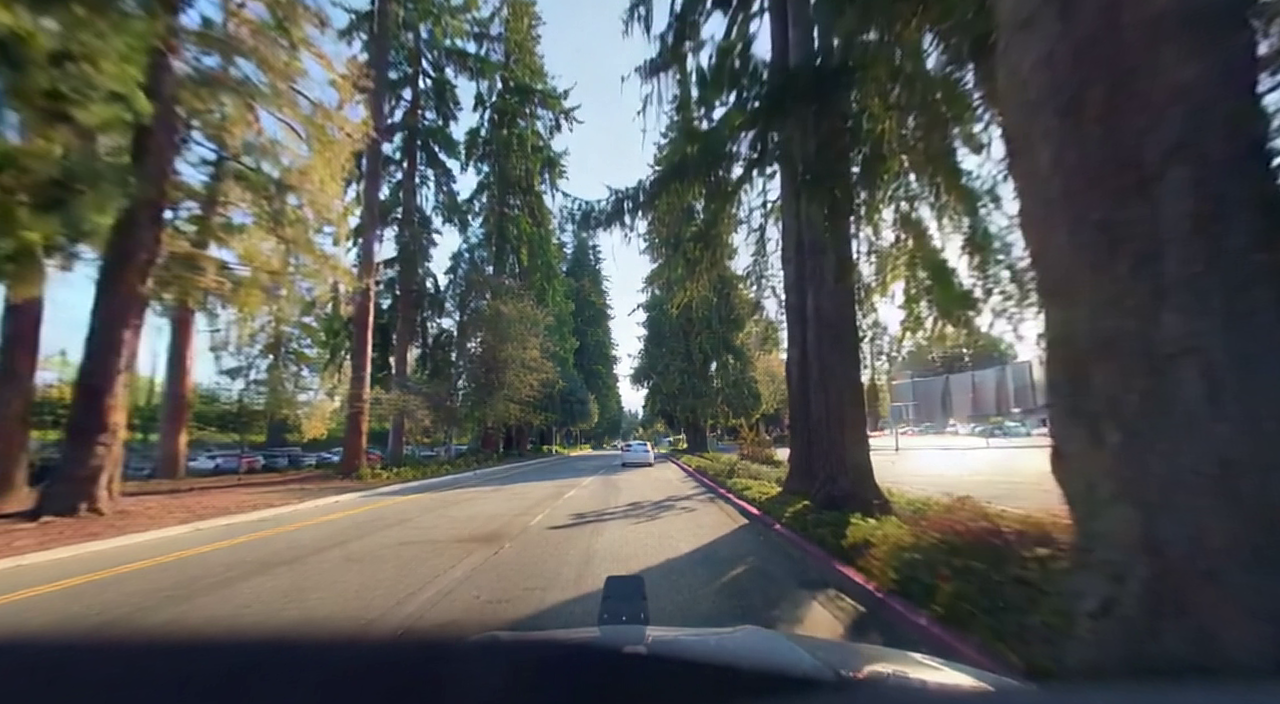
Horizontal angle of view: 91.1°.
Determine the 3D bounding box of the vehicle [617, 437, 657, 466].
[{"bbox_3d":[-0.160,5.363,33.968,1.991,1.463,3.988,0,-9,0],"label":"vehicle"}]
